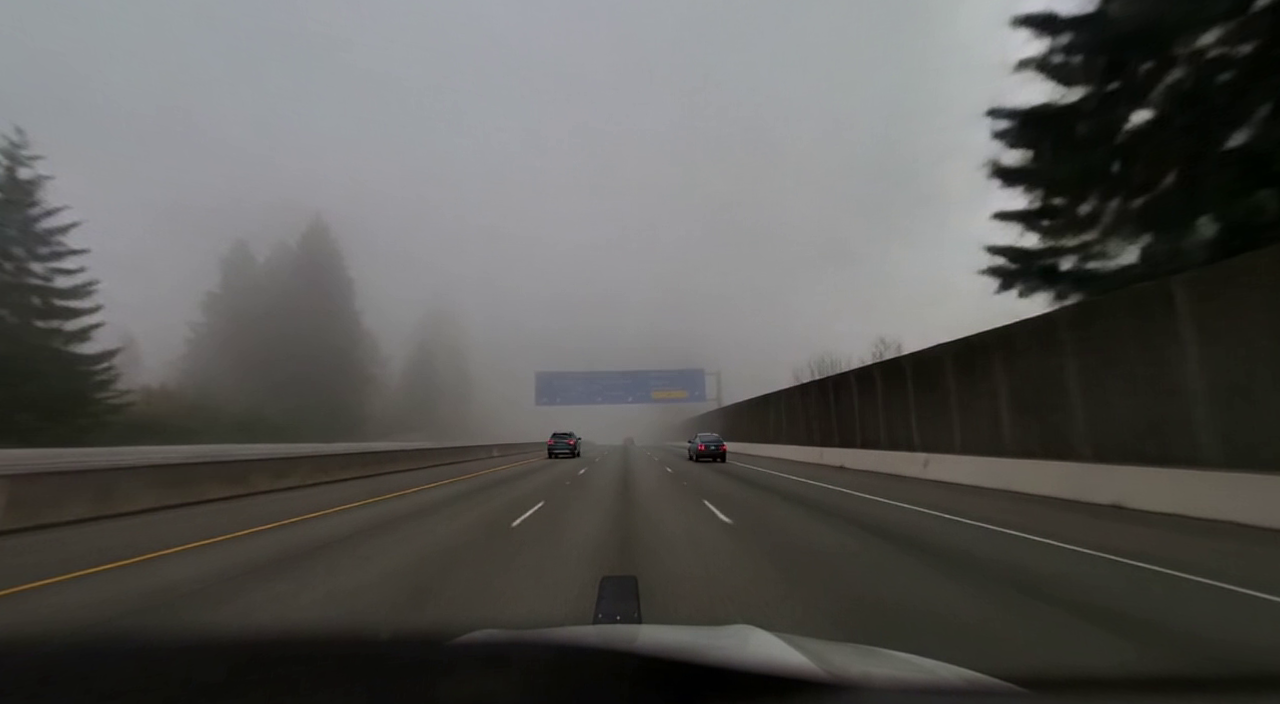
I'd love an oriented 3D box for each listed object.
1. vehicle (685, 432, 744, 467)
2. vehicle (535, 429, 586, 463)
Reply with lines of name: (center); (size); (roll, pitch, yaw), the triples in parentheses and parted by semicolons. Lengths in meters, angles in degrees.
vehicle: (3.361, 4.508, 29.401); (2.077, 1.523, 4.539); (0, -8, -2)
vehicle: (-4.163, 4.983, 33.461); (2.219, 1.660, 4.153); (0, -8, -1)
